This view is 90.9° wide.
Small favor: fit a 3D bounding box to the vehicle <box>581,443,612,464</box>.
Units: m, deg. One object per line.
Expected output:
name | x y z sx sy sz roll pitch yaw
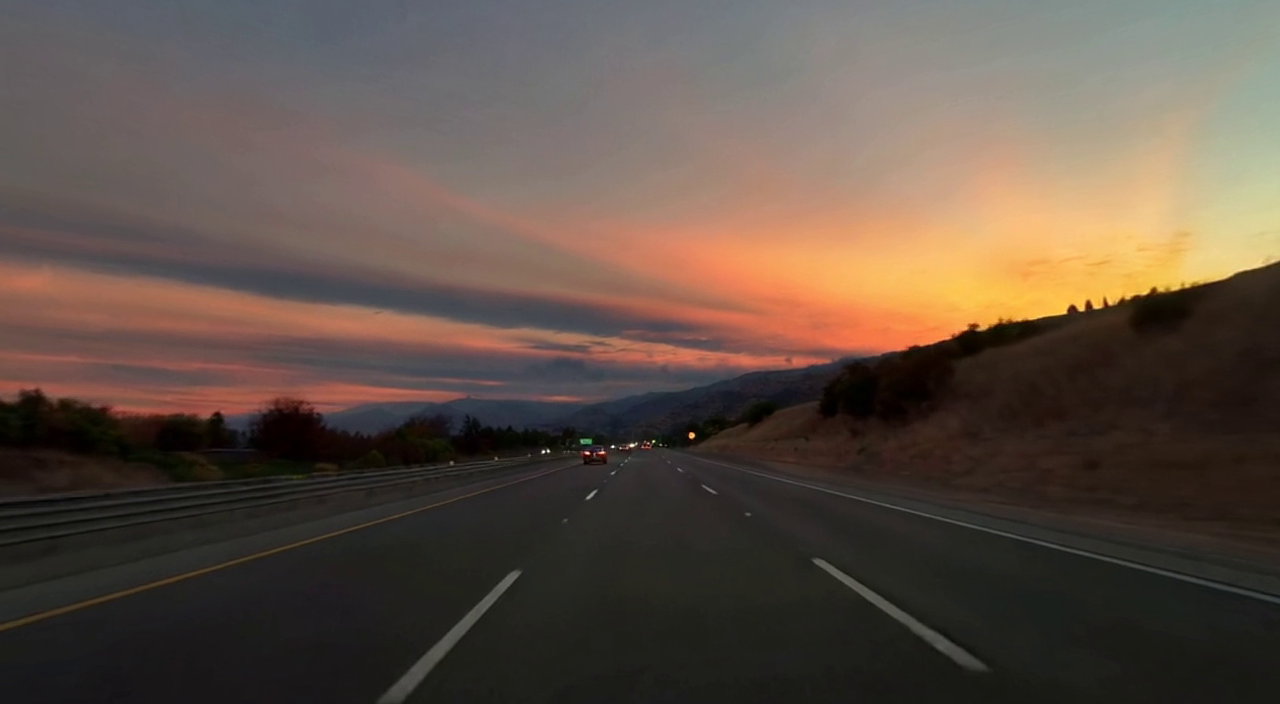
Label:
vehicle | -3.174 7.530 46.893 1.991 1.475 4.302 0 -8 1
